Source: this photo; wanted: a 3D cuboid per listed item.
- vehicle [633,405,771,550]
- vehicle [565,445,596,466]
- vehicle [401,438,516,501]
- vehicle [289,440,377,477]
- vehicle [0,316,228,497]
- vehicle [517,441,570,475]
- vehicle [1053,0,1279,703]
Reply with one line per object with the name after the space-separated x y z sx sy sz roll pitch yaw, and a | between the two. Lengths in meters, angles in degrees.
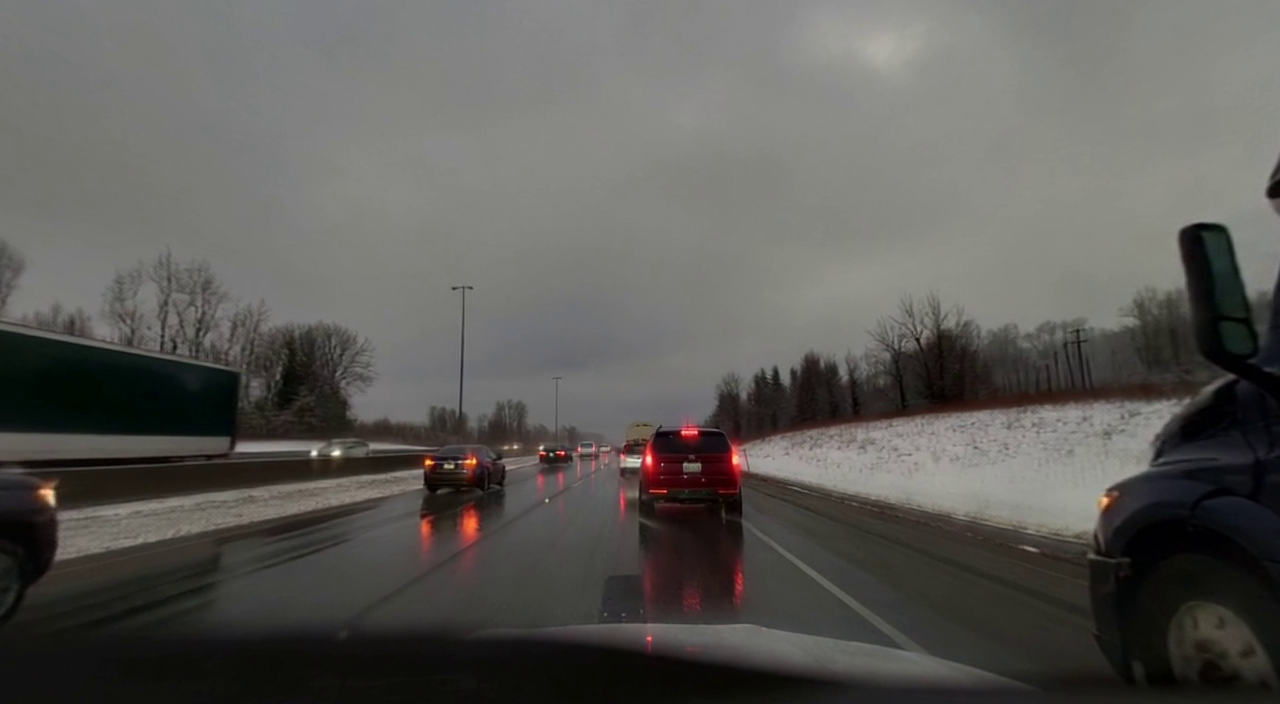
0.809 1.981 10.480 1.825 1.920 3.960 0 -9 0 | vehicle
-4.367 7.643 46.671 1.857 1.423 3.920 0 -9 2 | vehicle
-4.728 3.108 17.028 1.867 1.489 3.829 0 -9 1 | vehicle
-12.823 4.460 26.586 1.855 1.445 3.655 0 -9 1 | vehicle
-15.959 1.317 14.807 2.881 4.067 14.355 0 -9 0 | vehicle
-4.663 5.213 31.143 1.855 1.527 4.209 0 -9 1 | vehicle
3.772 -0.080 1.844 2.141 3.473 4.217 -1 -9 2 | vehicle
